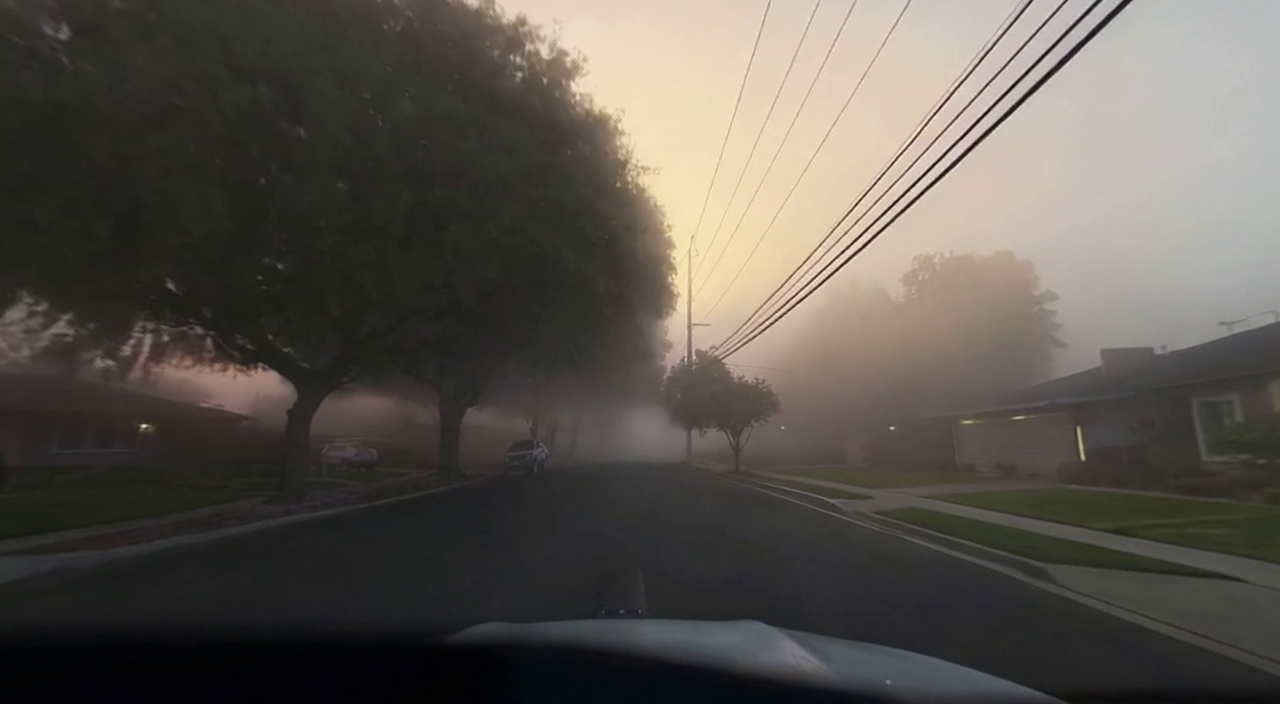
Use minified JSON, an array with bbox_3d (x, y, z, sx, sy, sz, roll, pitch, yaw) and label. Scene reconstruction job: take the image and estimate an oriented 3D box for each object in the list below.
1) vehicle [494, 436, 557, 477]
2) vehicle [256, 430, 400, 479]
[{"bbox_3d":[-6.582,6.154,37.182,2.739,2.164,6.065,-1,-9,-2],"label":"vehicle"},{"bbox_3d":[-13.293,4.405,27.203,5.033,1.997,2.126,0,-9,-1],"label":"vehicle"}]
